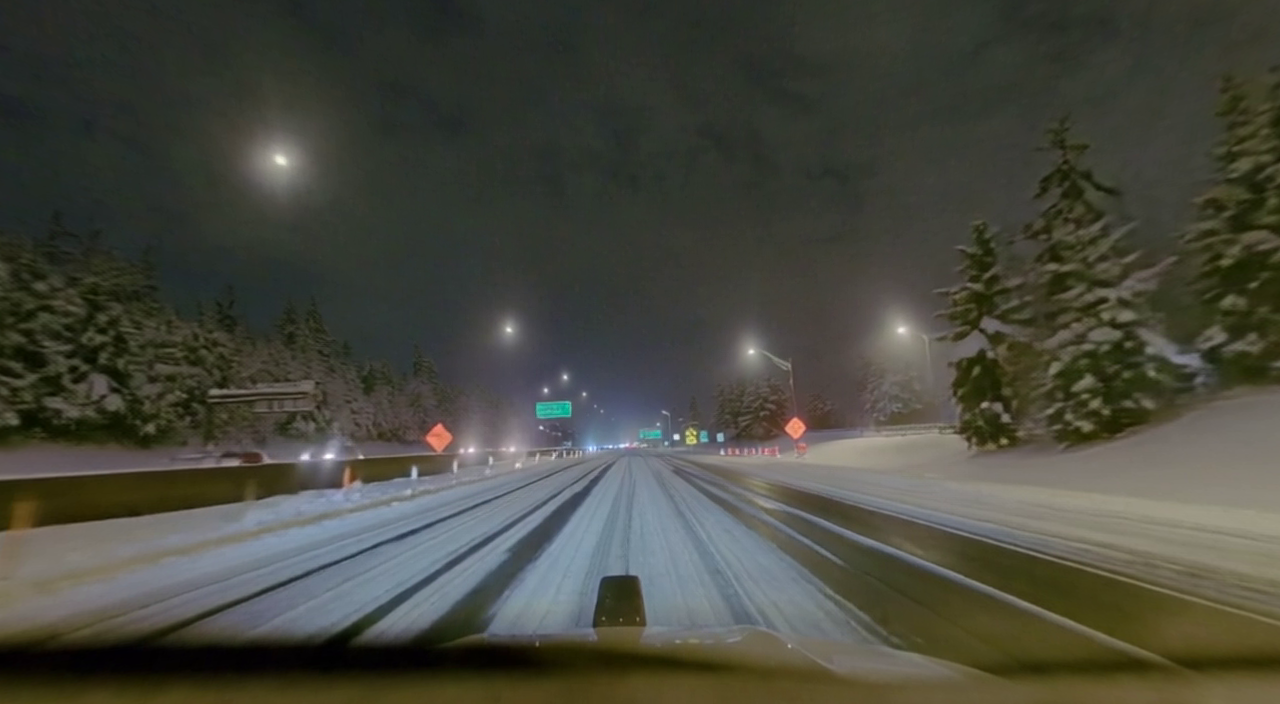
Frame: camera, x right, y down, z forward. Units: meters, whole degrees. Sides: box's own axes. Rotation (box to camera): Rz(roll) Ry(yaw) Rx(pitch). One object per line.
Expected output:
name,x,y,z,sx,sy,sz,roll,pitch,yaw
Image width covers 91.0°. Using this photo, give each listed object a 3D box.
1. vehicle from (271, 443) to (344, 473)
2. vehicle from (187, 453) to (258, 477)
vehicle,-21.407,6.835,40.822,2.086,1.810,4.962,0,-9,-1
vehicle,-29.700,8.027,44.960,1.876,1.533,4.662,0,-9,0
